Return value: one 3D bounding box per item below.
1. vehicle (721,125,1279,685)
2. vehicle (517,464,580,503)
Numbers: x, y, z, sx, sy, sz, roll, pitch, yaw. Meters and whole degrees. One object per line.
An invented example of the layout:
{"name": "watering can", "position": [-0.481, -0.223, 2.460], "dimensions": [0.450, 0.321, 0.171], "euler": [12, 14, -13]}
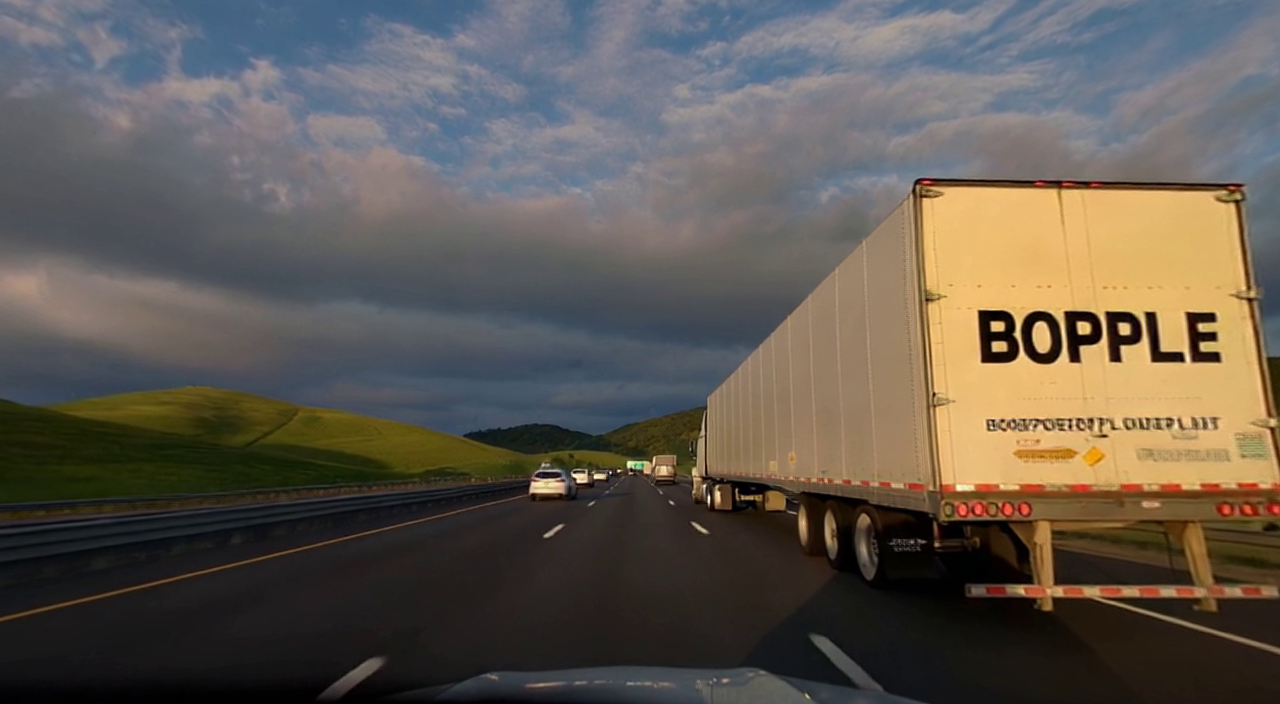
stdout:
{"name": "vehicle", "position": [3.828, 1.534, 11.479], "dimensions": [2.839, 4.062, 14.051], "euler": [1, -11, 0]}
{"name": "vehicle", "position": [-4.062, 5.971, 28.818], "dimensions": [2.088, 1.566, 4.853], "euler": [1, -11, 1]}
